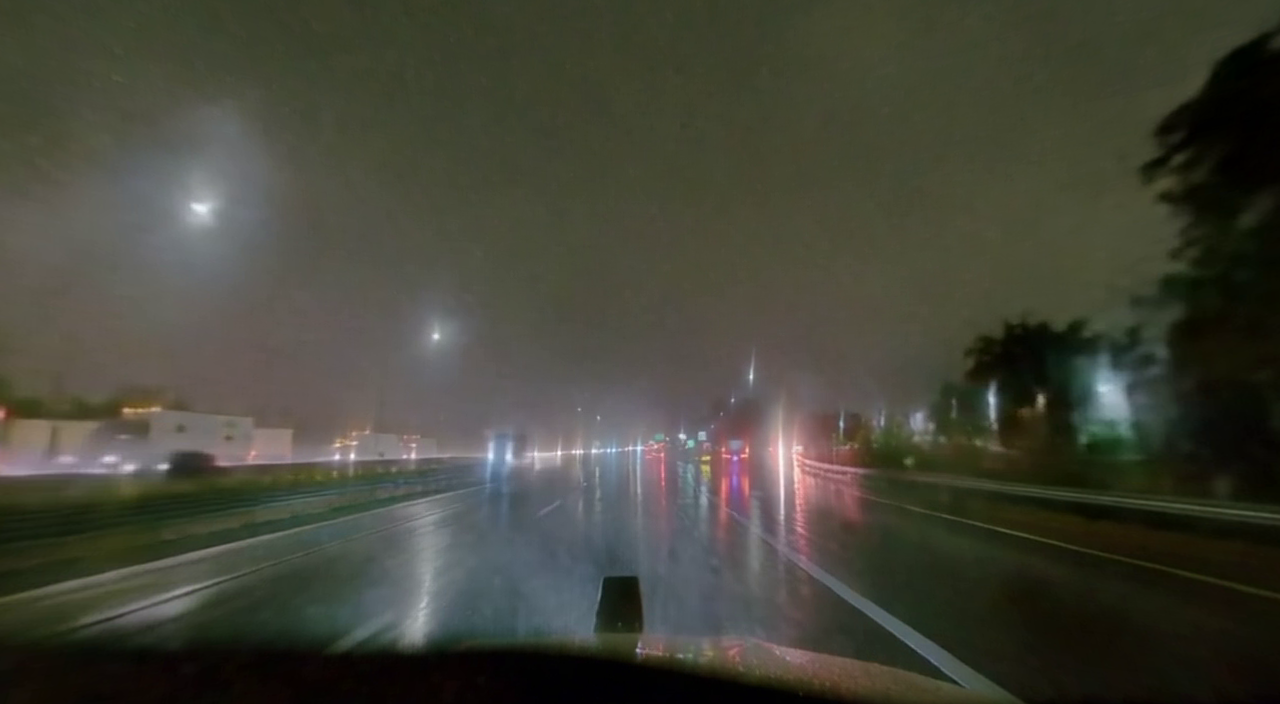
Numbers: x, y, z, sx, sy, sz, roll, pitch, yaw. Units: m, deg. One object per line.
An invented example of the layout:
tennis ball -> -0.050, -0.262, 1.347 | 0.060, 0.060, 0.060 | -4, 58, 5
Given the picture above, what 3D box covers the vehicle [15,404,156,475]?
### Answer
vehicle -> -35.030, 5.607, 40.014 | 2.875, 4.025, 6.567 | -2, -8, 0
